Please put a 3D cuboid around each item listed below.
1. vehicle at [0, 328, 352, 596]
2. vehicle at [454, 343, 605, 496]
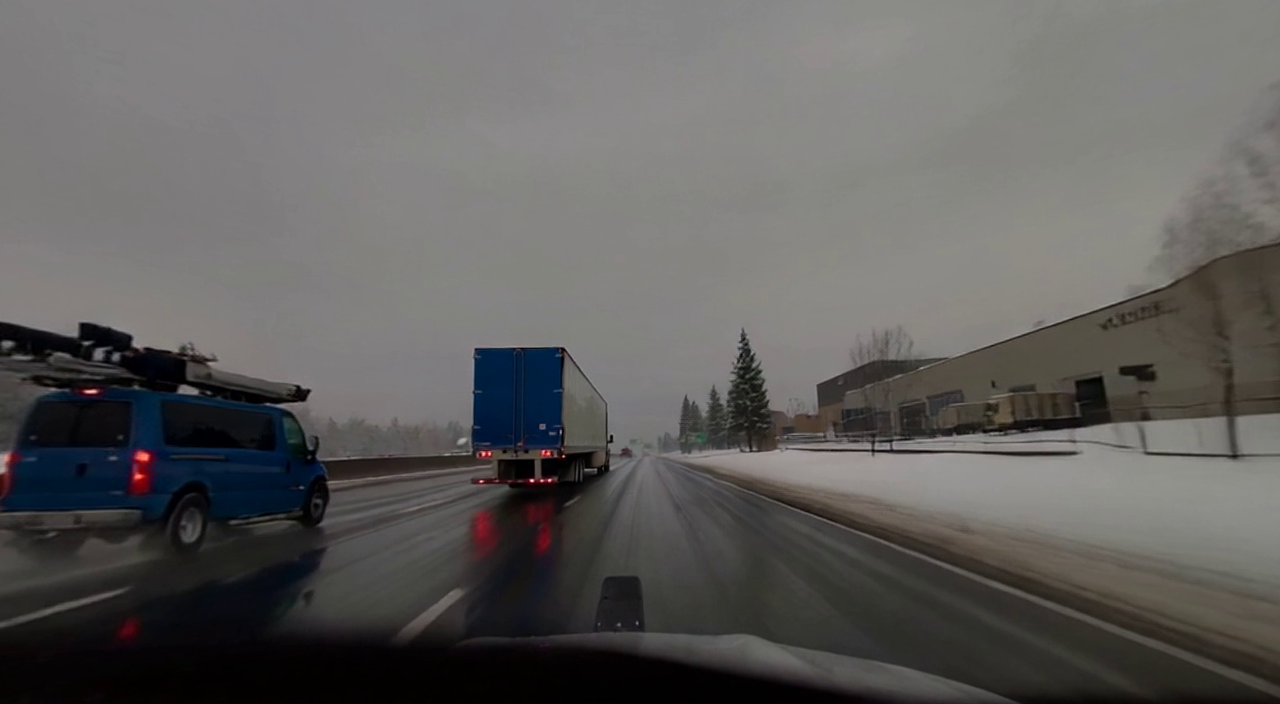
[{"bbox_3d":[-6.931,1.521,9.378,2.385,2.672,6.049,0,-8,0],"label":"vehicle"},{"bbox_3d":[-3.428,2.999,25.304,2.939,4.132,16.303,0,-8,1],"label":"vehicle"}]
